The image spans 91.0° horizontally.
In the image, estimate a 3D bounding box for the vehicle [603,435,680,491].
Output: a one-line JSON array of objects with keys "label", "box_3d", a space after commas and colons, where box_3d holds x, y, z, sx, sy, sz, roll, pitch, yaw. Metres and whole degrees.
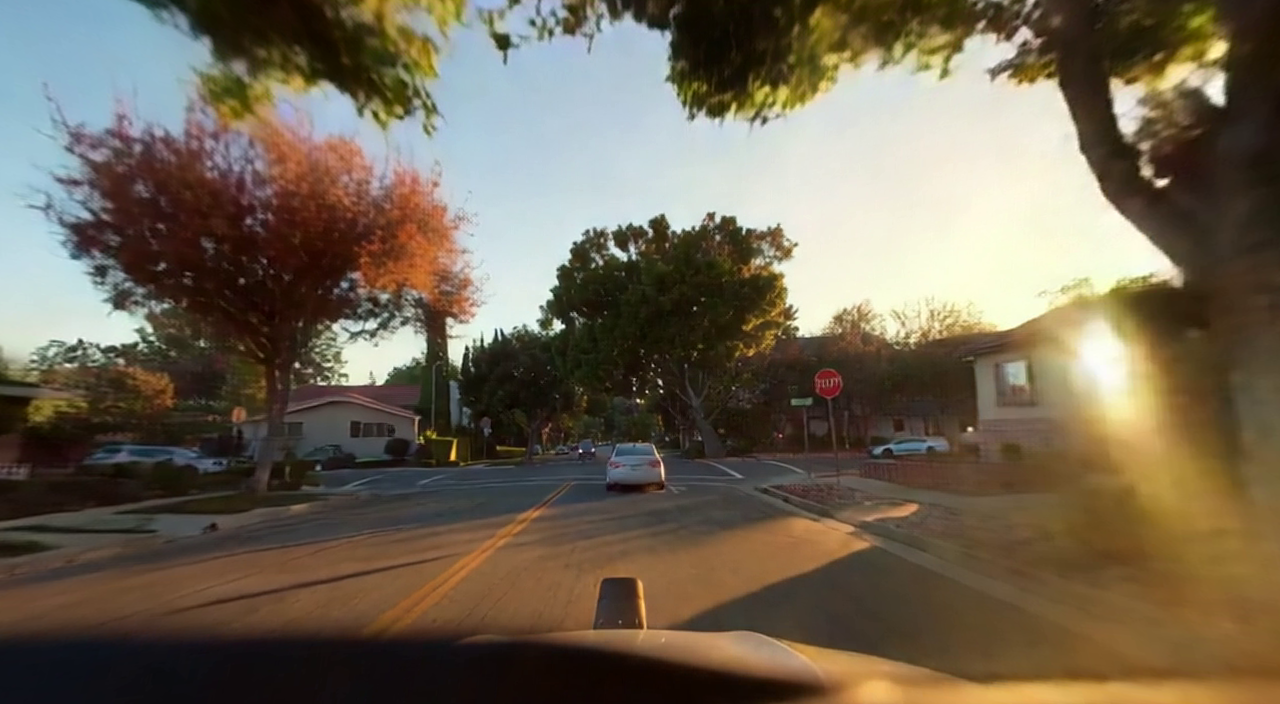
[{"label": "vehicle", "box_3d": [-0.033, 3.295, 18.998, 2.043, 1.484, 4.340, 0, -9, -2]}]

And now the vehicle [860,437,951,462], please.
[{"label": "vehicle", "box_3d": [16.499, 6.072, 39.195, 4.748, 1.488, 2.029, 1, -9, -5]}]

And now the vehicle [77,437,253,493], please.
[{"label": "vehicle", "box_3d": [-20.904, 5.004, 27.963, 5.796, 1.946, 2.391, -3, -10, -3]}]
